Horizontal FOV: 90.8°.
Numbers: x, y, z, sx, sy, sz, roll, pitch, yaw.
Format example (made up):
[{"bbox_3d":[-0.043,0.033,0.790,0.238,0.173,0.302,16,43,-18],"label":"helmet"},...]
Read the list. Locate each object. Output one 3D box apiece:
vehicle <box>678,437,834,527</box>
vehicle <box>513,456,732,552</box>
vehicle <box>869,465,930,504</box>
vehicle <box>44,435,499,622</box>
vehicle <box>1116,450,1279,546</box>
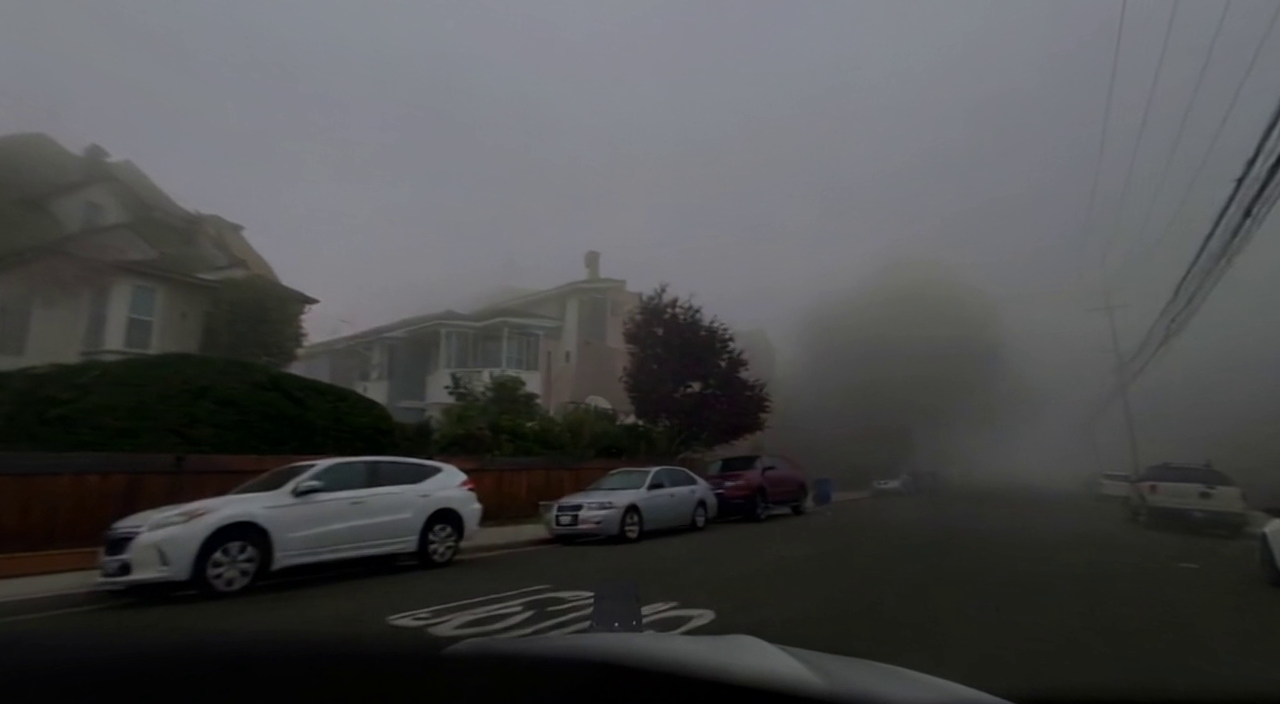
[{"bbox_3d":[3.226,3.442,16.850,2.194,1.995,4.814,-9,-14,34],"label":"vehicle"},{"bbox_3d":[-0.111,2.772,11.951,1.823,1.427,4.407,-8,-14,34],"label":"vehicle"},{"bbox_3d":[13.303,6.688,32.215,1.971,1.648,4.638,-5,-10,32],"label":"vehicle"},{"bbox_3d":[-3.671,1.798,7.060,1.754,1.437,3.885,-7,-14,33],"label":"vehicle"},{"bbox_3d":[15.027,3.742,17.158,2.547,2.075,5.693,-5,-10,30],"label":"vehicle"}]
